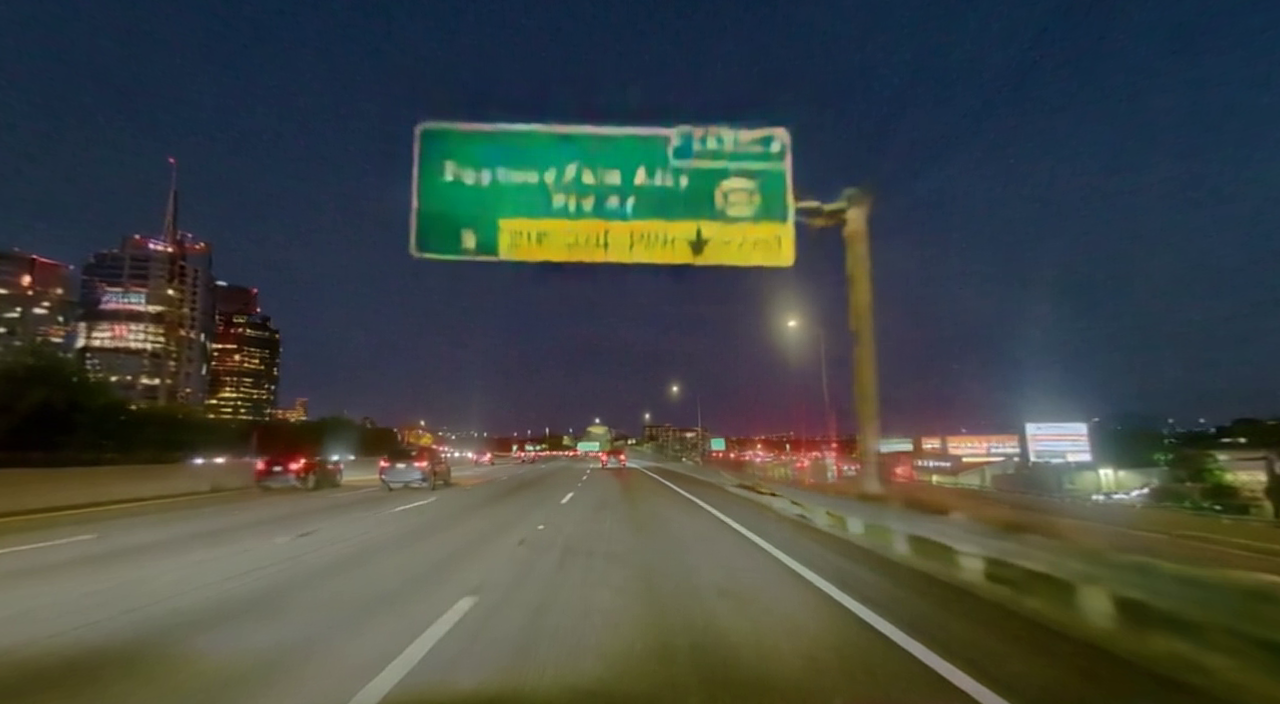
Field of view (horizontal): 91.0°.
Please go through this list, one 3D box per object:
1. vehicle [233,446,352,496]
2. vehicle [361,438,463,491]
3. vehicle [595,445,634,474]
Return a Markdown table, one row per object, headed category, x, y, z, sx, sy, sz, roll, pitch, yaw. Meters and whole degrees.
| category | x | y | z | sx | sy | sz | roll | pitch | yaw |
| --- | --- | --- | --- | --- | --- | --- | --- | --- | --- |
| vehicle | -11.739 | 4.008 | 21.624 | 1.936 | 1.501 | 3.900 | 0 | -9 | -1 |
| vehicle | -7.942 | 3.951 | 22.441 | 2.065 | 1.689 | 4.399 | 0 | -9 | -1 |
| vehicle | -1.477 | 6.173 | 36.404 | 2.110 | 1.501 | 4.319 | 0 | -9 | -3 |
